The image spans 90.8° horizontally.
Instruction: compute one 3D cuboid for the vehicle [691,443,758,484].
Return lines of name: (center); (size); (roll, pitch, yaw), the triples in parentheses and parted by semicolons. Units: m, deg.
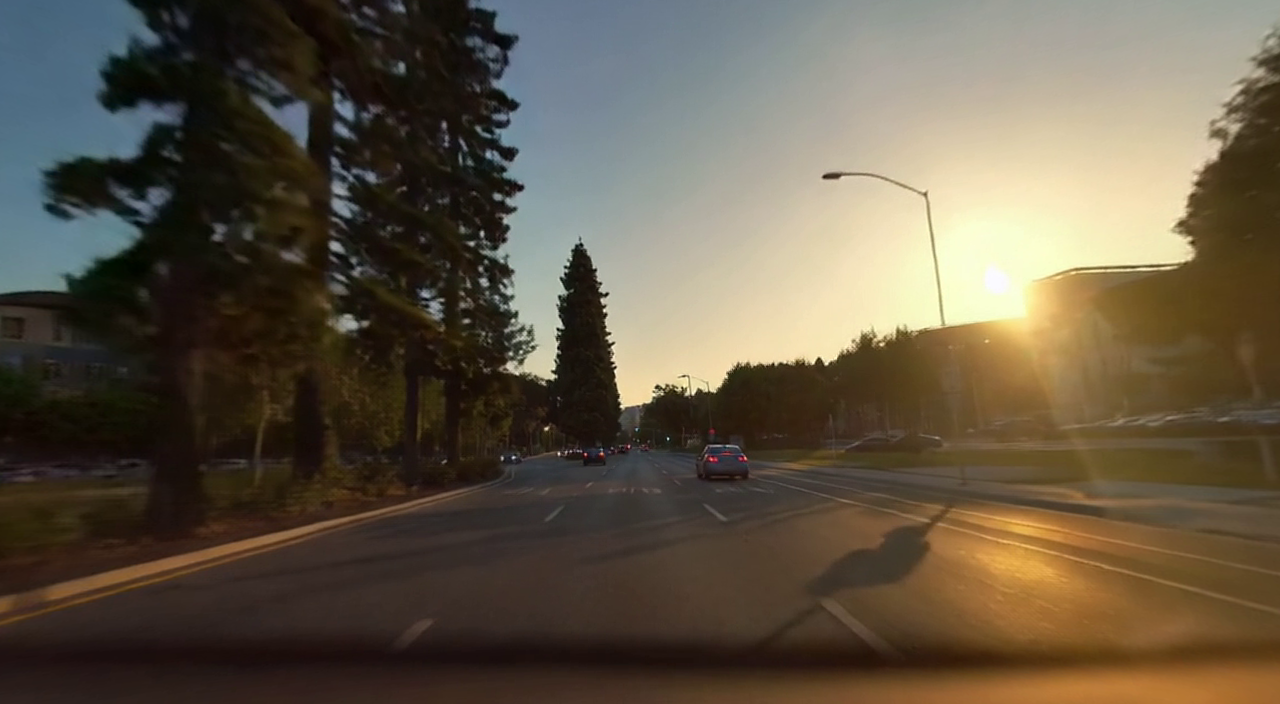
vehicle: (3.240, 4.365, 25.073); (1.966, 1.449, 4.290); (0, -9, -1)
